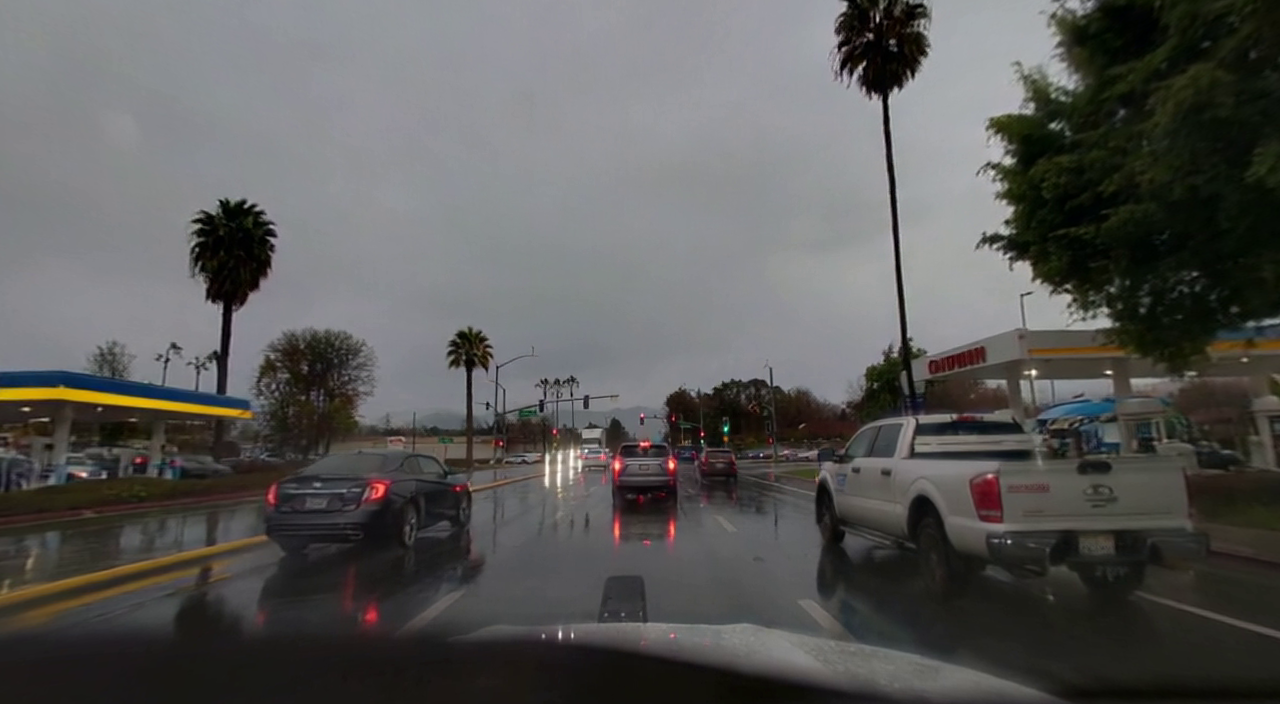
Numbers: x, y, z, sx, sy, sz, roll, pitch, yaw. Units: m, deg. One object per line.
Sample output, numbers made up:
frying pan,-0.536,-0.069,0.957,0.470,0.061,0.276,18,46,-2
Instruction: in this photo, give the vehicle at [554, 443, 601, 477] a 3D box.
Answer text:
vehicle,-3.491,6.144,35.955,2.071,1.811,4.605,0,-8,2

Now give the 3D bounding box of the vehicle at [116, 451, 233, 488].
vehicle,-29.239,7.356,39.832,2.543,2.092,6.613,0,-8,-2

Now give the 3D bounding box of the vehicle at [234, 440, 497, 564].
vehicle,-3.927,2.203,10.140,1.983,1.502,4.720,0,-8,2

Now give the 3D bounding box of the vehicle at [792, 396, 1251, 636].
vehicle,3.601,1.664,7.654,2.120,1.828,5.531,0,-8,0

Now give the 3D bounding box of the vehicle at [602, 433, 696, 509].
vehicle,0.255,3.298,18.050,2.295,1.835,5.471,0,-8,1

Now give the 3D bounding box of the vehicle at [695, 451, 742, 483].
vehicle,3.833,5.668,31.191,1.901,1.401,3.965,0,-8,1
